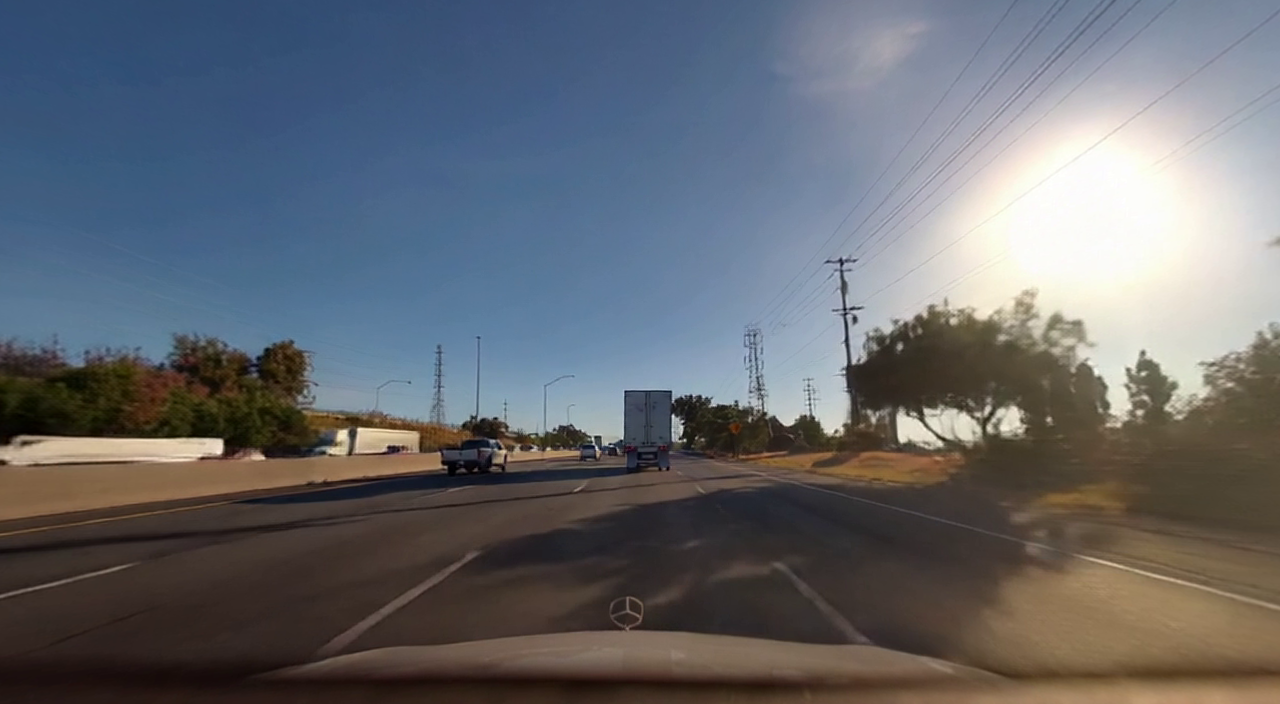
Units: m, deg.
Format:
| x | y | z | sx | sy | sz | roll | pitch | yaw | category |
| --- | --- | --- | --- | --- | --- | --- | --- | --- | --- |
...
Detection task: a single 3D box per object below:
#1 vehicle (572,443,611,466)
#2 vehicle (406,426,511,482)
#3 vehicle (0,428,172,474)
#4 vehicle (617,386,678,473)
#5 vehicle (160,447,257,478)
| x | y | z | sx | sy | sz | roll | pitch | yaw | category |
| --- | --- | --- | --- | --- | --- | --- | --- | --- | --- |
| -3.293 | 7.038 | 43.615 | 2.138 | 1.469 | 4.677 | -1 | -8 | 3 | vehicle |
| -6.987 | 4.009 | 25.076 | 2.263 | 1.936 | 5.802 | 0 | -8 | 2 | vehicle |
| -32.864 | 5.367 | 34.329 | 2.683 | 2.234 | 16.264 | 0 | -8 | 0 | vehicle |
| 0.553 | 4.449 | 35.300 | 2.879 | 4.027 | 11.243 | 0 | -8 | 2 | vehicle |
| -21.850 | 5.562 | 32.160 | 1.732 | 1.442 | 4.458 | 0 | -8 | 1 | vehicle |
